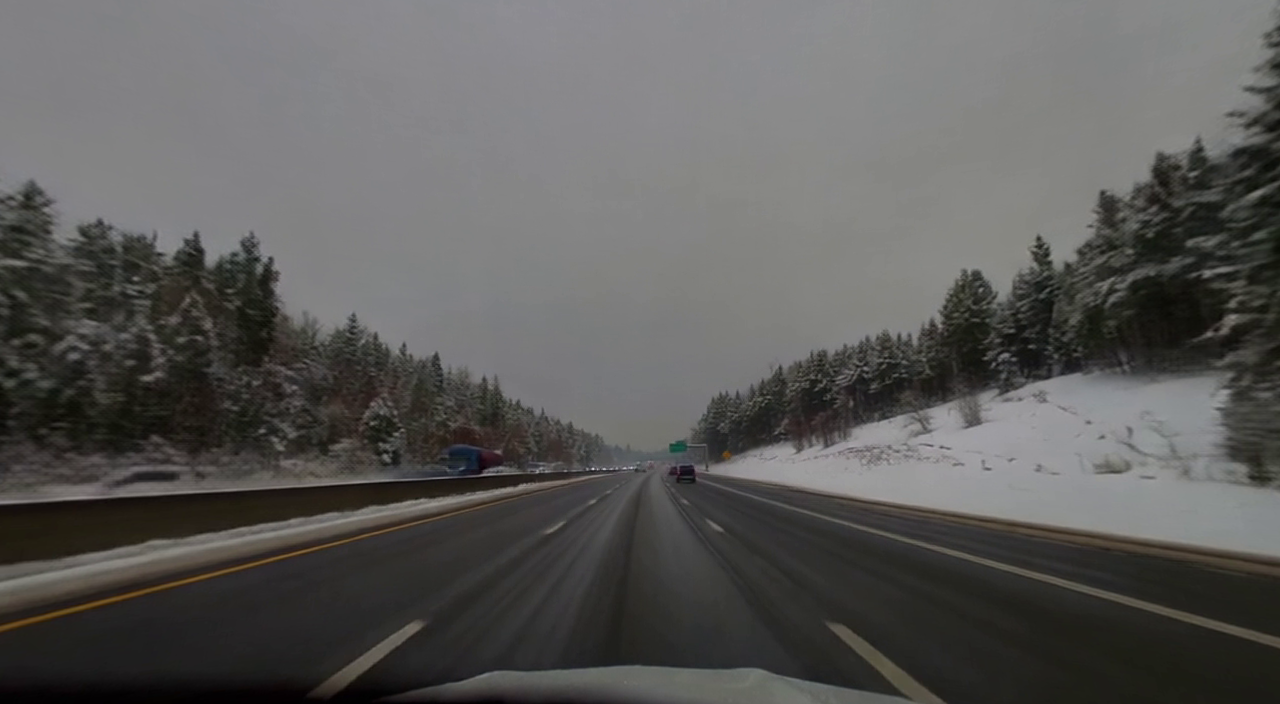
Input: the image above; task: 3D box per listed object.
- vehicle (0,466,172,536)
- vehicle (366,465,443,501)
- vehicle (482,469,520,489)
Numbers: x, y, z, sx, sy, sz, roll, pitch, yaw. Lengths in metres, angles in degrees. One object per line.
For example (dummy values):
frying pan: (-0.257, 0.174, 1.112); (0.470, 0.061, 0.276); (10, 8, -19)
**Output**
vehicle: (-14.667, 3.699, 16.115); (1.883, 1.482, 4.475); (1, -10, 0)
vehicle: (-10.782, 6.003, 29.184); (1.883, 1.471, 4.227); (1, -10, 1)
vehicle: (-10.497, 9.630, 47.907); (1.902, 1.395, 4.007); (1, -10, 1)
